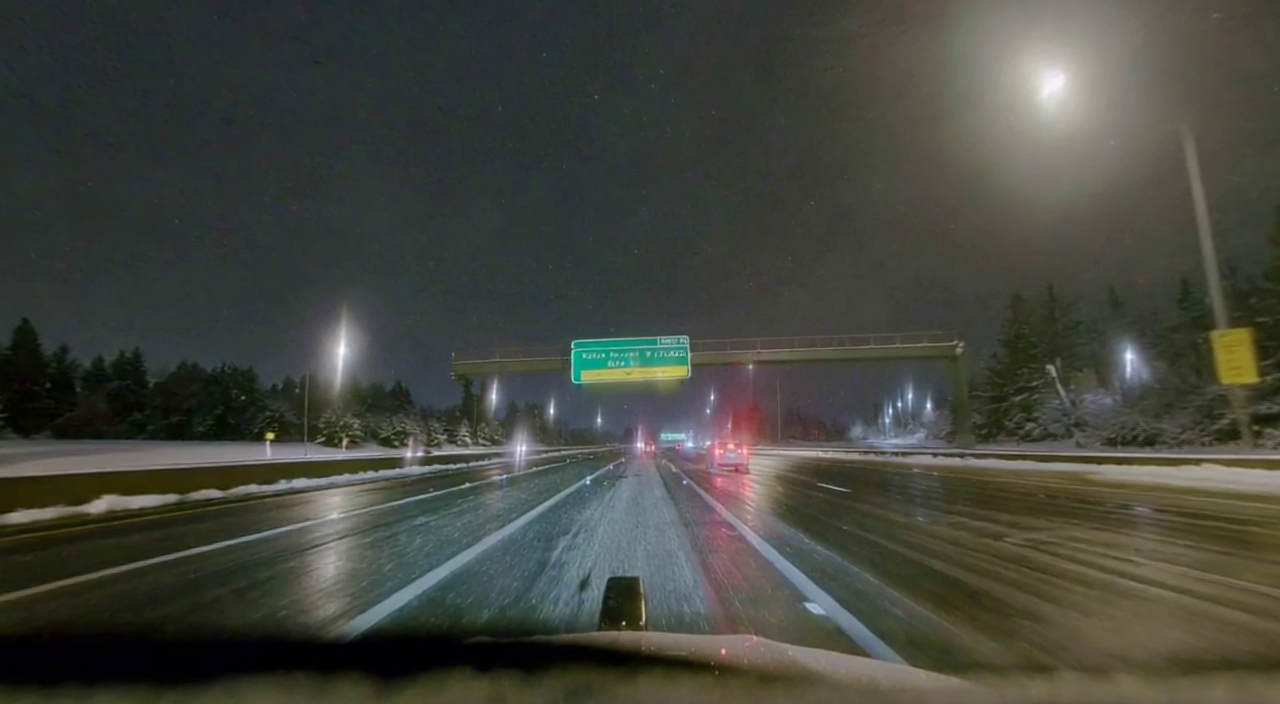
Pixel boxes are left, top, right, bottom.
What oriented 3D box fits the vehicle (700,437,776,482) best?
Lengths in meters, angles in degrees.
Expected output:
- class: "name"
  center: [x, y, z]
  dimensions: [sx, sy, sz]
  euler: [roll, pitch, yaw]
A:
- class: "vehicle"
  center: [3.568, 4.022, 23.874]
  dimensions: [1.999, 1.492, 4.673]
  euler: [0, -8, -1]
